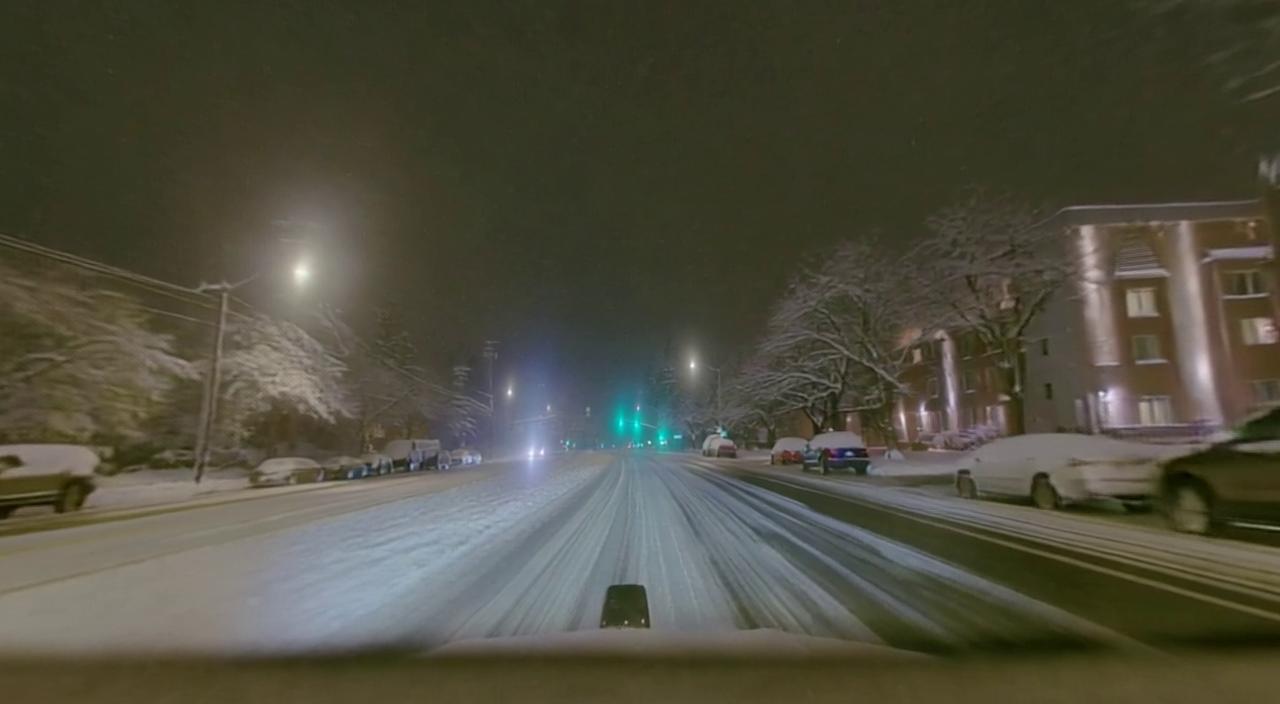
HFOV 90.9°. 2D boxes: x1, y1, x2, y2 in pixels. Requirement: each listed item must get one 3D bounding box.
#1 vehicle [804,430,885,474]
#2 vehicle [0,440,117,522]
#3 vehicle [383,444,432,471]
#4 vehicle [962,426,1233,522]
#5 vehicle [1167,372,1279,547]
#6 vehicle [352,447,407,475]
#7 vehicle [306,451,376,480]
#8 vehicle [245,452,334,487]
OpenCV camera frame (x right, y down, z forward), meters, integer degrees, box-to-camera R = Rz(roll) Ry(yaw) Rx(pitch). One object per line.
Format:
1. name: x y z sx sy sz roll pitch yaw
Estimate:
1. vehicle: 9.995 4.949 31.303 2.091 1.962 5.091 1 -9 -2
2. vehicle: -17.107 3.453 17.015 2.046 1.945 4.688 -1 -7 -2
3. vehicle: -17.519 7.946 47.740 2.099 1.917 4.720 0 -8 -3
4. vehicle: 9.847 2.660 14.383 2.159 1.734 5.384 0 -9 0
5. vehicle: 9.732 1.284 7.413 2.152 2.333 5.515 0 -8 -1
6. vehicle: -17.163 7.188 41.830 1.859 1.694 4.638 -1 -8 -3
7. vehicle: -16.996 6.456 36.081 1.807 1.466 4.693 -1 -8 -2
8. vehicle: -17.020 5.706 30.884 1.891 1.474 4.437 -1 -8 -2
